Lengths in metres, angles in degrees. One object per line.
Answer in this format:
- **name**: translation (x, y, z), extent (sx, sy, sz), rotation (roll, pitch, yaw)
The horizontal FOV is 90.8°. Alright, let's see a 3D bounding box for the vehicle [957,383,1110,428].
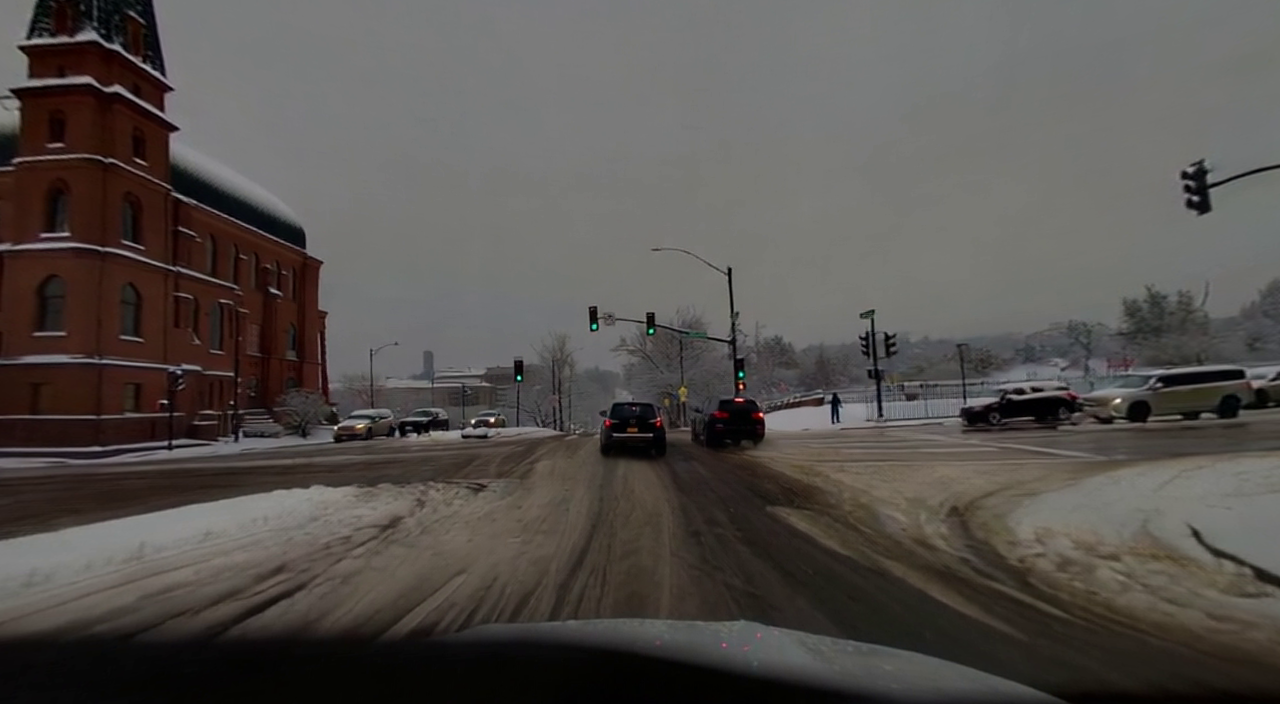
- **vehicle**: translation (15.015, 2.068, 24.308), extent (4.488, 1.475, 2.083), rotation (-2, -5, -2)

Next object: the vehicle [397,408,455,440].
- **vehicle**: translation (-12.958, 4.420, 38.521), extent (2.069, 1.790, 4.358), rotation (1, -8, -2)

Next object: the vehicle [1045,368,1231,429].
- **vehicle**: translation (16.795, 1.609, 21.483), extent (4.512, 1.734, 2.143), rotation (-3, -6, -3)

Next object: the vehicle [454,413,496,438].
- **vehicle**: translation (-12.711, 5.733, 48.935), extent (2.170, 1.746, 4.565), rotation (0, -9, -2)

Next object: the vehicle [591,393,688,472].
- **vehicle**: translation (-0.125, 1.948, 16.250), extent (2.168, 1.776, 4.135), rotation (1, -4, -3)

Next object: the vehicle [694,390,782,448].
- **vehicle**: translation (3.217, 2.241, 21.729), extent (2.080, 1.735, 4.650), rotation (0, -5, -3)

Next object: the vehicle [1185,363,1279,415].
- **vehicle**: translation (24.769, 1.501, 24.962), extent (4.428, 1.928, 2.190), rotation (0, -6, -2)

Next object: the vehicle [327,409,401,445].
- **vehicle**: translation (-15.913, 4.443, 36.768), extent (1.969, 1.896, 5.404), rotation (1, -8, -2)
